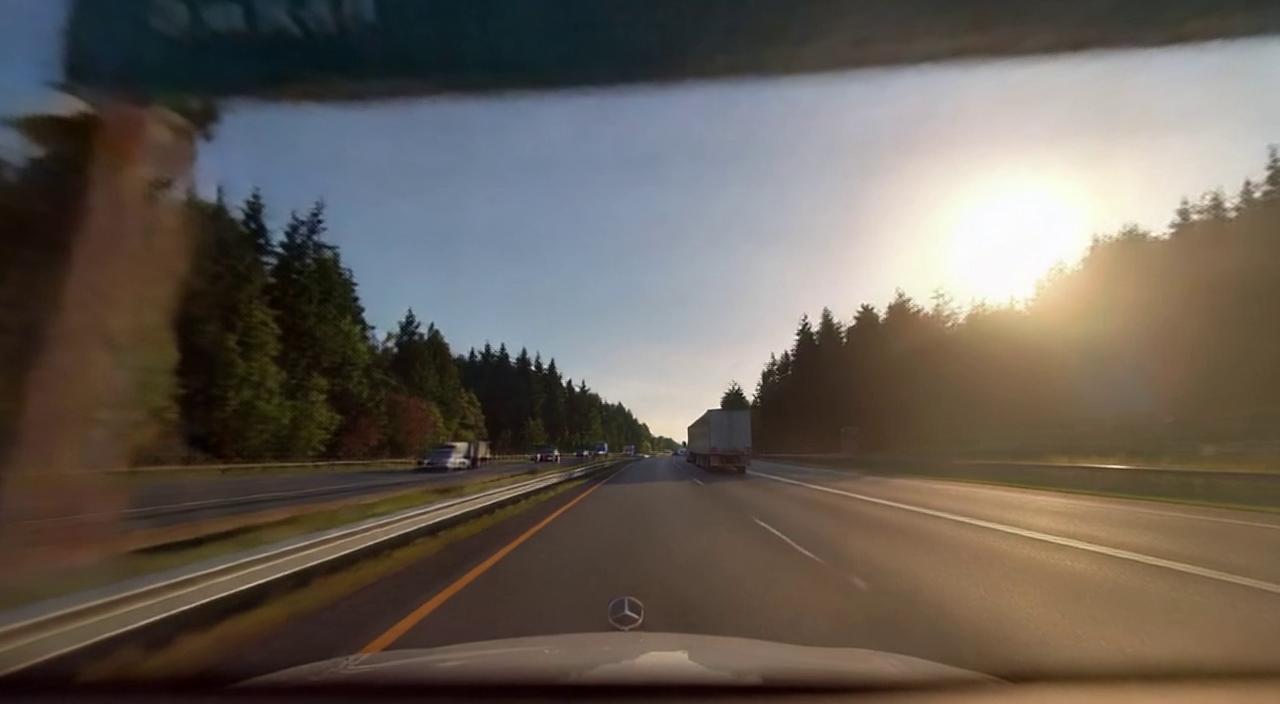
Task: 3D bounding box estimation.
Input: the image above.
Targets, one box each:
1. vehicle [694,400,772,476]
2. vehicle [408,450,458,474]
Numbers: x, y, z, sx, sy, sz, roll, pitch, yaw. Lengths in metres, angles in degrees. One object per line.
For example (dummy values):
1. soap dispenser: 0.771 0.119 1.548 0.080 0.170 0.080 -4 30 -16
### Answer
1. vehicle: 5.500 5.593 40.165 2.859 3.984 14.045 0 -9 0
2. vehicle: -15.071 8.034 46.124 2.040 1.659 4.491 0 -9 2
